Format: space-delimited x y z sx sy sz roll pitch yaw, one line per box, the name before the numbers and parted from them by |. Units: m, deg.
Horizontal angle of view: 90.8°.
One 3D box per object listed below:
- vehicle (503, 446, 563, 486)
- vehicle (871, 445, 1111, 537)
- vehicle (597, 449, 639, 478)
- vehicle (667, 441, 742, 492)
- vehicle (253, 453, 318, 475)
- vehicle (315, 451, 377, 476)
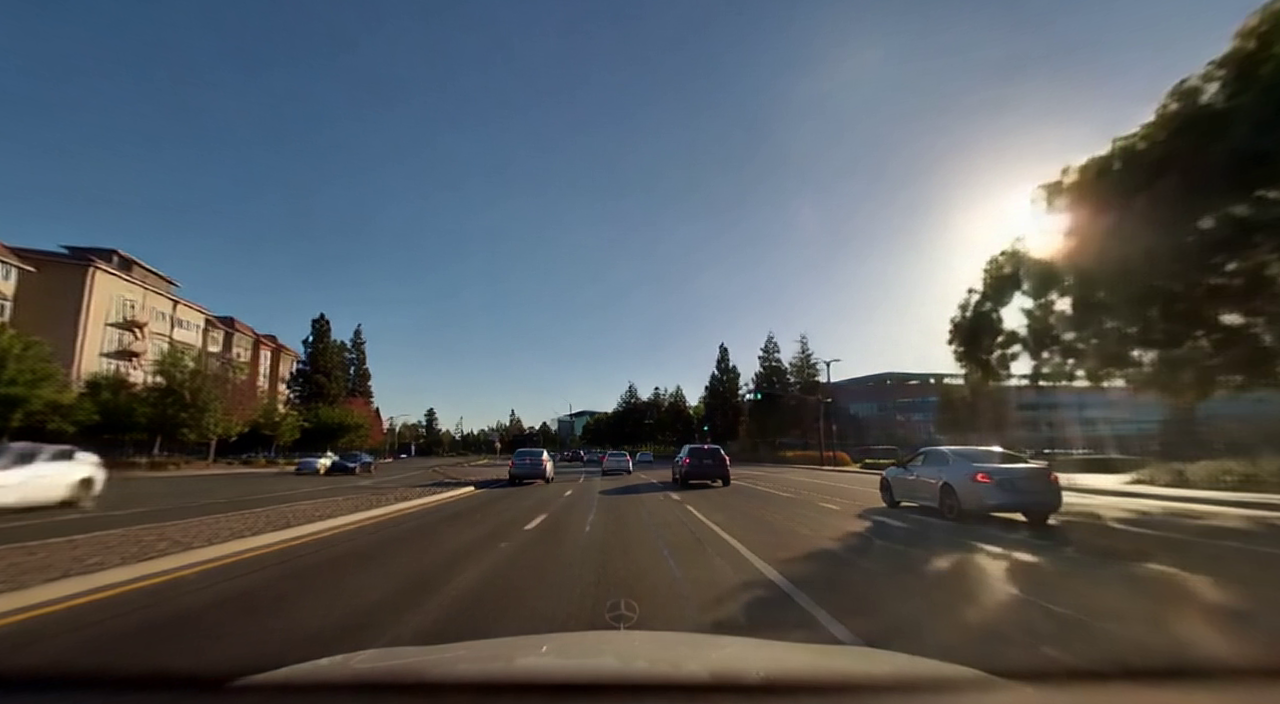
vehicle | -4.744 5.099 28.576 2.172 1.671 4.175 0 -9 -3
vehicle | 6.281 2.489 12.044 1.945 1.408 4.288 0 -9 -3
vehicle | -1.312 6.231 35.472 2.155 1.486 4.403 1 -9 -4
vehicle | 2.333 4.287 24.041 2.161 1.716 4.194 1 -9 -4
vehicle | -25.606 8.063 45.806 2.016 1.475 4.706 0 -9 0
vehicle | -19.310 7.305 41.716 1.918 1.469 4.780 0 -9 -2
